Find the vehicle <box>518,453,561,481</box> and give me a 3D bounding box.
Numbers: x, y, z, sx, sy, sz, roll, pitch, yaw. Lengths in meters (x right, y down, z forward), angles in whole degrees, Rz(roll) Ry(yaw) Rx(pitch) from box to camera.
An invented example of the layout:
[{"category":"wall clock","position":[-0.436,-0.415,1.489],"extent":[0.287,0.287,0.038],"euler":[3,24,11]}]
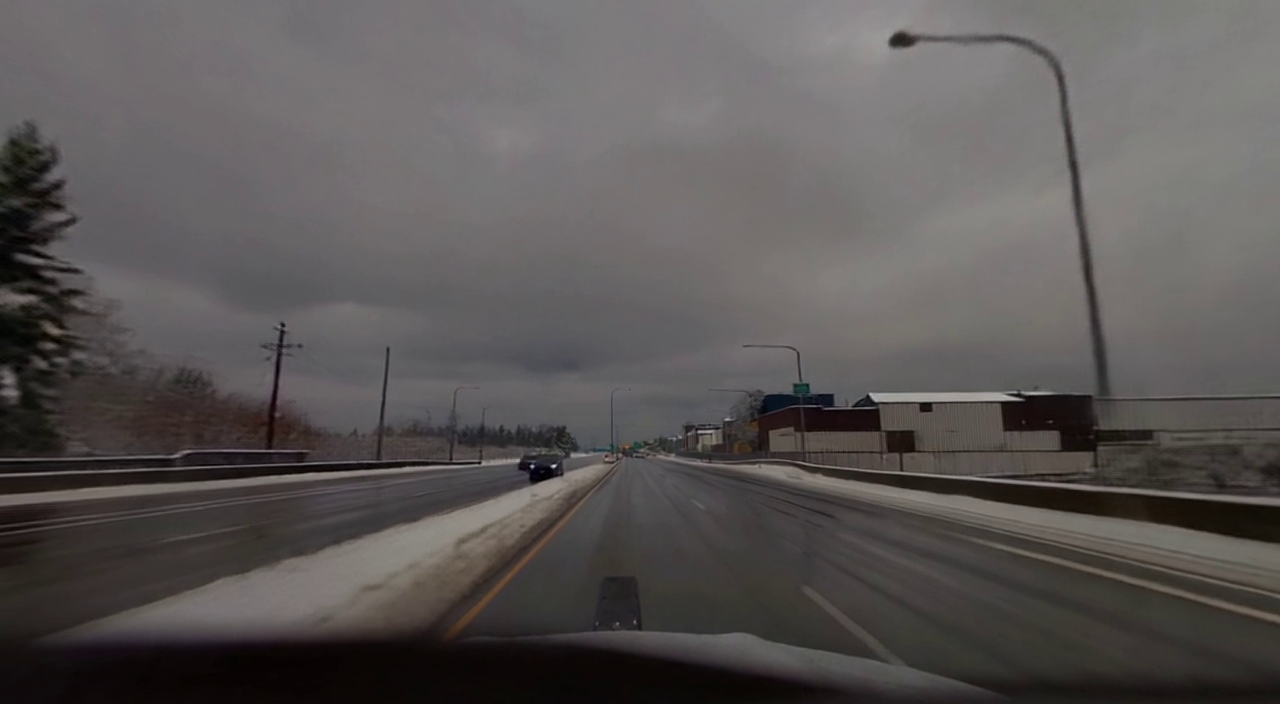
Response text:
[{"category":"vehicle","position":[-6.068,6.995,38.422],"extent":[1.918,1.590,4.225],"euler":[-1,-9,0]}]
